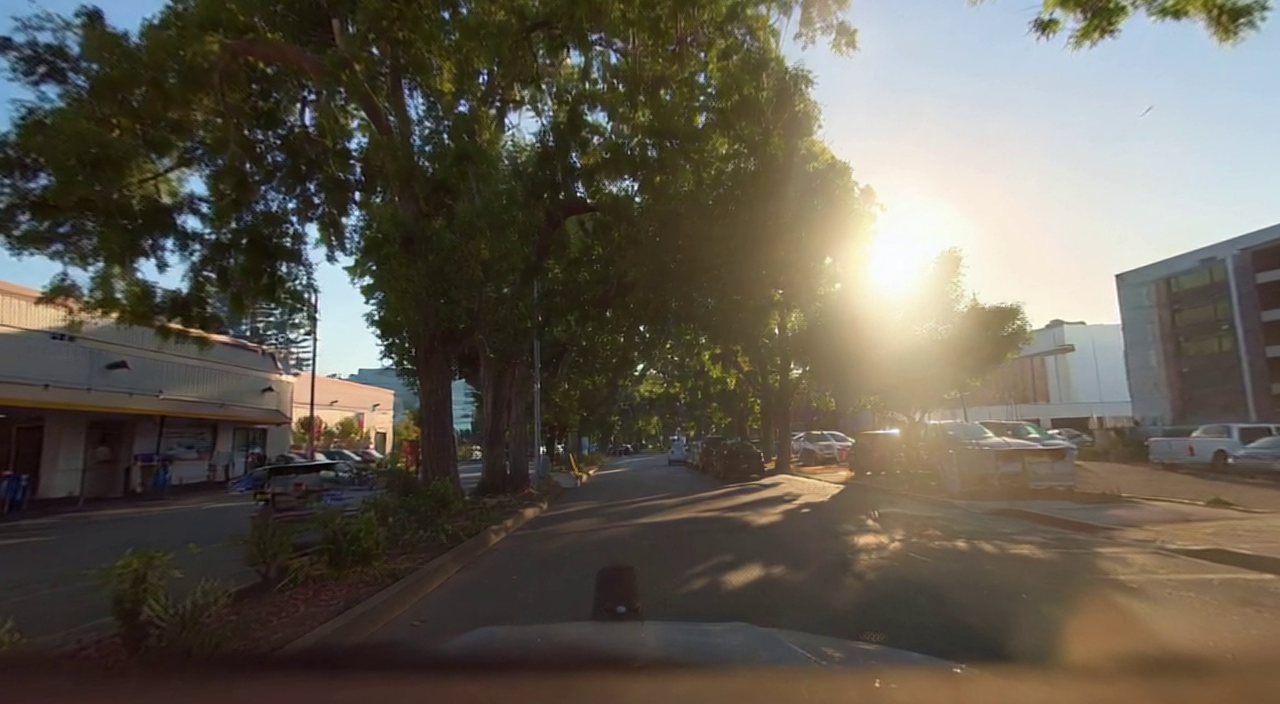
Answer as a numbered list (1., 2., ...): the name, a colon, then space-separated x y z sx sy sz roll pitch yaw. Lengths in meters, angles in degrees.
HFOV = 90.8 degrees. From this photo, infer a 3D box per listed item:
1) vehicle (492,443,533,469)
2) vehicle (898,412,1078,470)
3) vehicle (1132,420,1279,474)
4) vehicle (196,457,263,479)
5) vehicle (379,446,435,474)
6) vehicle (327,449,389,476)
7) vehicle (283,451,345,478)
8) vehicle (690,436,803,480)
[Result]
1. vehicle: -8.584 7.025 42.886 1.993 1.640 4.457 0 -8 -2
2. vehicle: 13.194 3.407 24.210 5.540 2.045 2.259 0 -8 -3
3. vehicle: 25.110 4.107 27.528 5.596 2.168 2.307 2 -7 -5
4. vehicle: -29.402 8.309 45.458 1.849 1.444 4.533 0 -9 -2
5. vehicle: -15.057 6.954 41.062 1.888 1.657 4.138 -1 -8 3
6. vehicle: -17.900 7.025 40.324 1.850 1.531 4.256 0 -8 2
7. vehicle: -20.903 7.211 40.662 1.880 1.617 3.870 0 -8 0
8. vehicle: 4.546 4.459 26.885 4.626 1.723 1.939 5 -10 -33
